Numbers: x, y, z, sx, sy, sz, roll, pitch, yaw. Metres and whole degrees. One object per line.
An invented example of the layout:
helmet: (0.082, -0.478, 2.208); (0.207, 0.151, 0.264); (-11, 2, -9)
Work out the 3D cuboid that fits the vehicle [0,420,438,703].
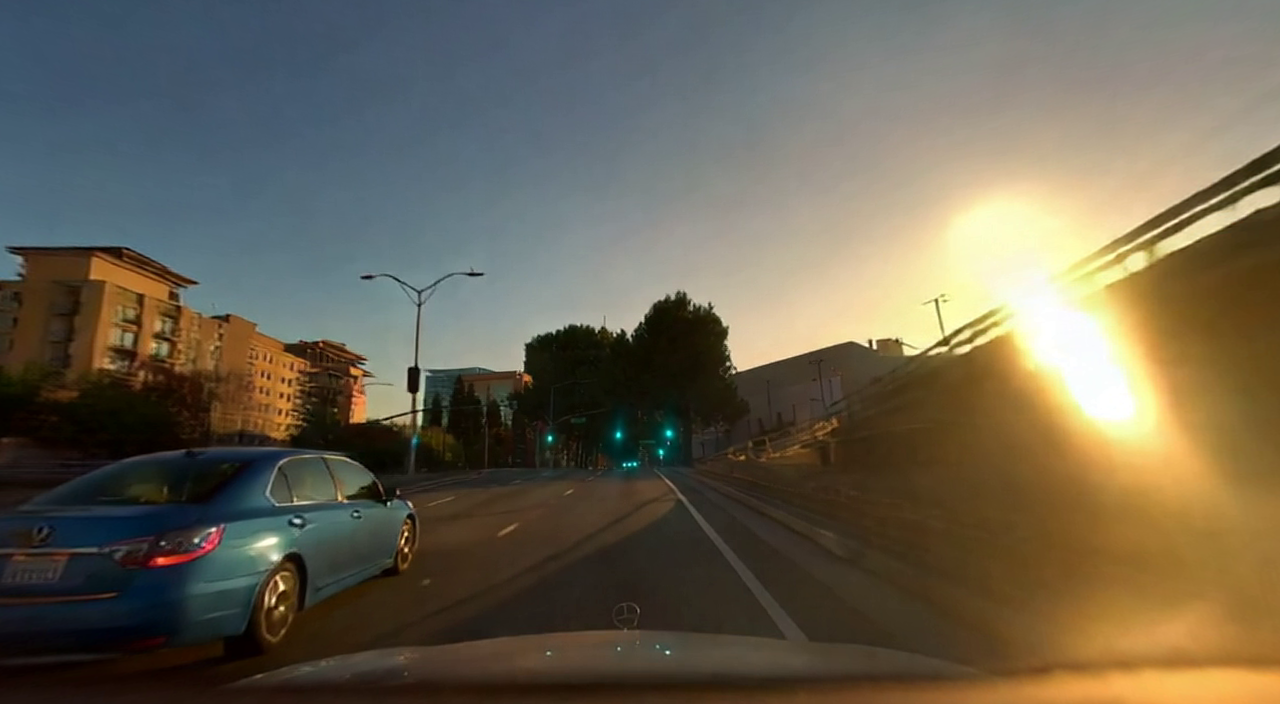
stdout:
vehicle: (-3.304, 1.371, 4.922); (2.041, 1.470, 4.290); (0, -9, 0)
